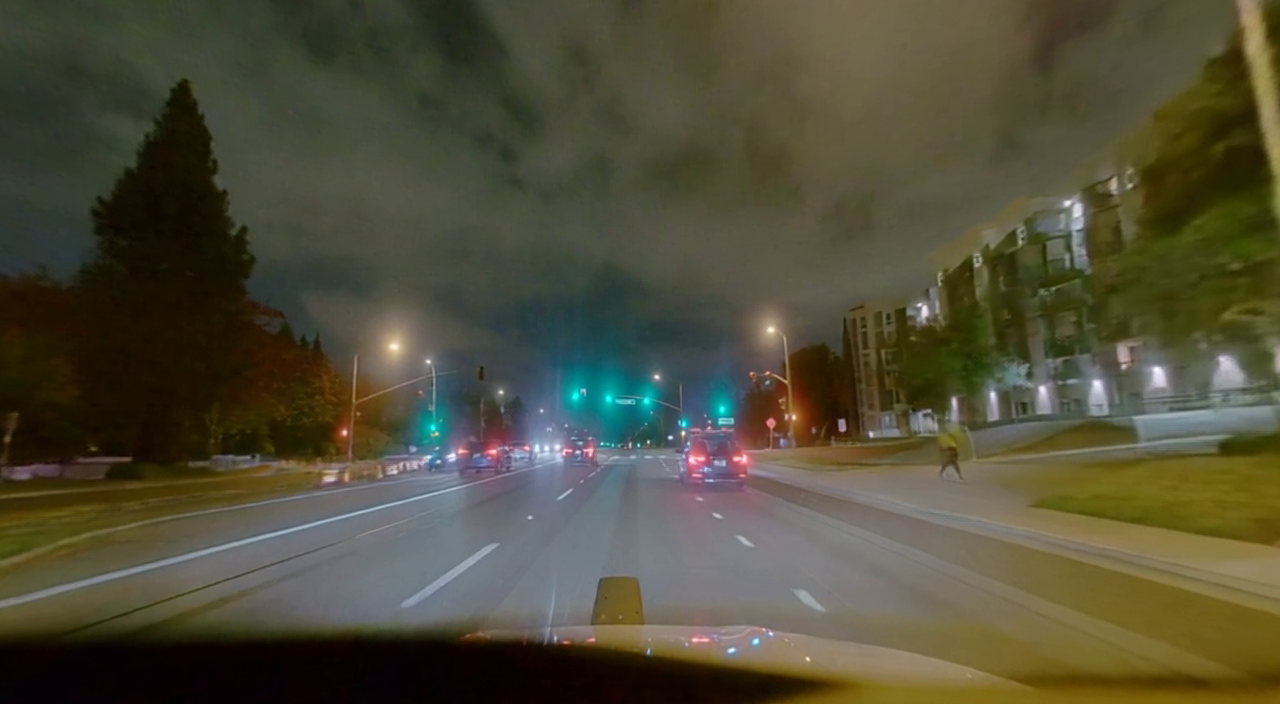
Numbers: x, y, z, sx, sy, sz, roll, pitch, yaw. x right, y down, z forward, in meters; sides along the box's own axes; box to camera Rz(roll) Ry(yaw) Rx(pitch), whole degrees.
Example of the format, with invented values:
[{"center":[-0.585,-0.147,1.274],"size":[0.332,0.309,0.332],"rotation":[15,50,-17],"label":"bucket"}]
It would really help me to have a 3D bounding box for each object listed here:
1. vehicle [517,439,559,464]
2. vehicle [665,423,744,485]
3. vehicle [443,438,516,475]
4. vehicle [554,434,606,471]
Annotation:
[{"center":[-6.541,6.453,41.070],"size":[1.993,1.492,3.666],"rotation":[0,-8,2],"label":"vehicle"},{"center":[2.015,3.370,21.017],"size":[2.197,1.835,4.316],"rotation":[0,-8,0],"label":"vehicle"},{"center":[-7.043,4.641,28.234],"size":[1.928,1.488,4.635],"rotation":[0,-8,2],"label":"vehicle"},{"center":[-2.887,4.948,31.251],"size":[2.121,1.654,3.993],"rotation":[0,-8,1],"label":"vehicle"}]
